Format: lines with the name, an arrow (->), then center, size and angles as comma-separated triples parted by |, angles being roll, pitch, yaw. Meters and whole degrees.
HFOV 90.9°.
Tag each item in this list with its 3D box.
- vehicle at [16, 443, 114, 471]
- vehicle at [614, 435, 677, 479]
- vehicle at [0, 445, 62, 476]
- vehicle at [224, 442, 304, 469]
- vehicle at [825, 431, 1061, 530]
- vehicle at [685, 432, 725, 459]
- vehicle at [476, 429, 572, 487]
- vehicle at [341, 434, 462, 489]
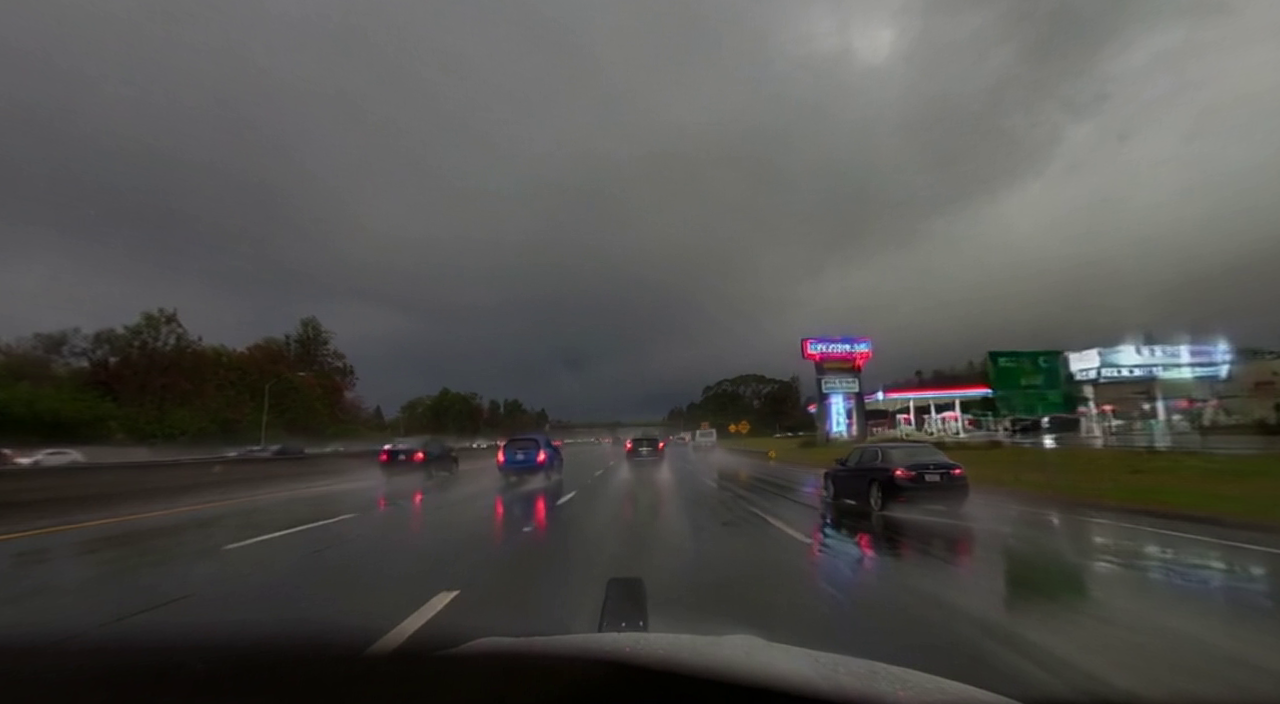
vehicle -> -36.484, 6.636, 40.192 | 1.945, 1.634, 4.540 | 0, -8, 0
vehicle -> 0.197, 3.842, 23.260 | 2.113, 1.464, 4.073 | 0, -8, 0
vehicle -> -32.865, 5.543, 32.478 | 1.807, 1.530, 4.546 | 0, -8, 0
vehicle -> -21.604, 5.965, 36.475 | 1.832, 1.460, 4.430 | 0, -8, 1
vehicle -> 5.142, 2.231, 11.568 | 2.030, 1.442, 4.358 | 0, -8, -2
vehicle -> 4.529, 6.631, 44.824 | 2.261, 1.781, 4.709 | 0, -8, -1
vehicle -> -3.487, 3.316, 20.023 | 1.927, 1.586, 5.142 | 0, -8, 1
vehicle -> -7.199, 3.331, 19.584 | 1.932, 1.497, 4.458 | 0, -8, 1
